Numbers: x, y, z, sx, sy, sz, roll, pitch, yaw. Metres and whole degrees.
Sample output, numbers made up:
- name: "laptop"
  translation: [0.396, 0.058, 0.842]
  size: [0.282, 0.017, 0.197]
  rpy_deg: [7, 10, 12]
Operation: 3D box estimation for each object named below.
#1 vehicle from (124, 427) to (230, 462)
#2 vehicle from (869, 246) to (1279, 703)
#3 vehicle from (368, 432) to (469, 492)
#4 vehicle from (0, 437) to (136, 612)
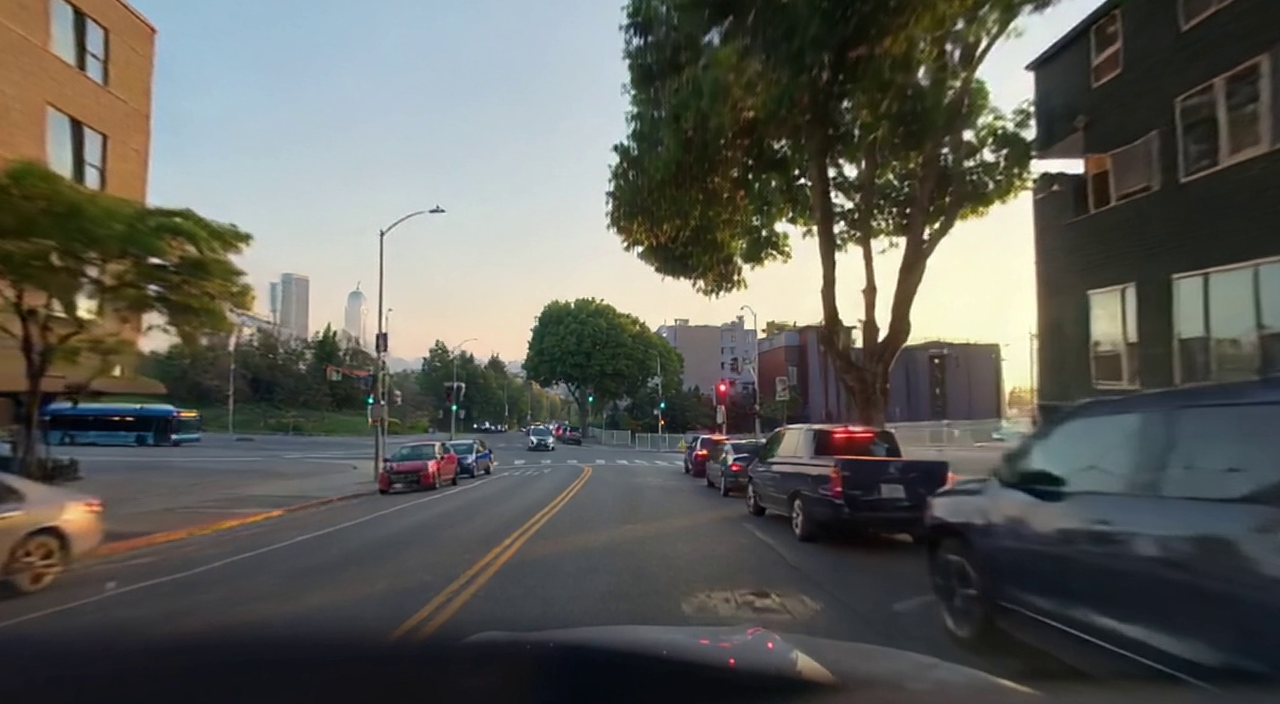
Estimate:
- name: "vehicle"
  translation: [-29.016, 5.814, 39.741]
  size: [4.704, 2.065, 2.328]
  rpy_deg: [0, -8, -2]
- name: "vehicle"
  translation: [2.765, 0.760, 2.589]
  size: [1.954, 1.845, 4.682]
  rpy_deg: [0, -8, 1]
- name: "vehicle"
  translation: [-7.138, 3.570, 20.854]
  size: [1.893, 1.758, 4.019]
  rpy_deg: [0, -8, 0]
- name: "vehicle"
  translation: [-6.646, 1.421, 4.586]
  size: [2.033, 1.523, 4.867]
  rpy_deg: [-3, -8, -1]
